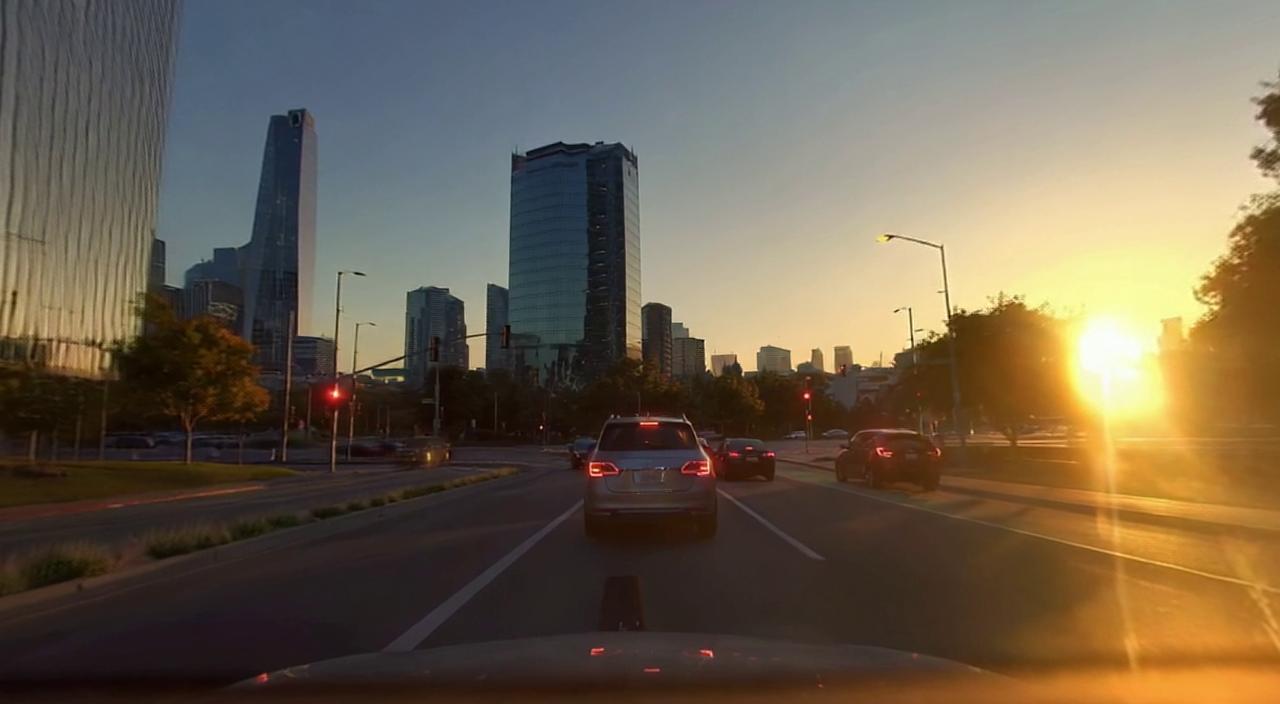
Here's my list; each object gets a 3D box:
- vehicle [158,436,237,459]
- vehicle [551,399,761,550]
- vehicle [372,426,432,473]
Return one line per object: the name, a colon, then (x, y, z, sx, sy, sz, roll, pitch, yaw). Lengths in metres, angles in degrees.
vehicle: (-34.361, 7.427, 48.962, 4.622, 1.742, 1.965, 0, -9, -1)
vehicle: (0.200, 1.874, 10.189, 2.601, 1.878, 4.535, 0, -9, 0)
vehicle: (-13.162, 5.359, 34.771, 2.717, 2.310, 6.448, 3, -9, -21)
